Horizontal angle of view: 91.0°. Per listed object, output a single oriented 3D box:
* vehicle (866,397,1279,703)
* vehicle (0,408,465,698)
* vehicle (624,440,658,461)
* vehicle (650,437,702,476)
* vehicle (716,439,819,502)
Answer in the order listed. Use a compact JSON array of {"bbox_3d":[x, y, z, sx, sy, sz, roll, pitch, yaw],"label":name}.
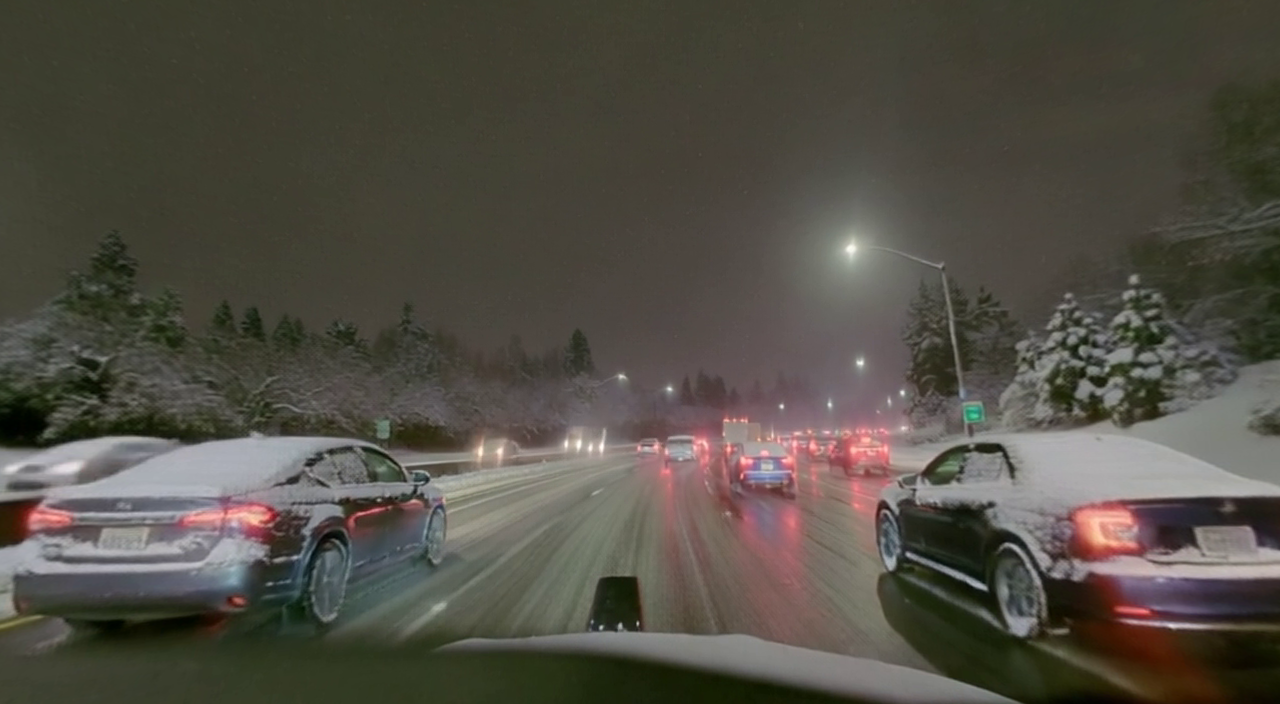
[{"bbox_3d":[3.424,1.236,4.391,2.014,1.489,4.696,0,-9,1],"label":"vehicle"},{"bbox_3d":[-3.250,1.438,5.731,1.937,1.558,4.469,0,-9,1],"label":"vehicle"},{"bbox_3d":[0.123,7.436,47.502,2.059,1.516,4.236,-1,-9,7],"label":"vehicle"},{"bbox_3d":[1.643,4.718,28.492,2.201,1.614,3.803,-1,-9,4],"label":"vehicle"},{"bbox_3d":[3.346,3.215,17.505,2.009,1.489,4.559,0,-9,1],"label":"vehicle"}]
